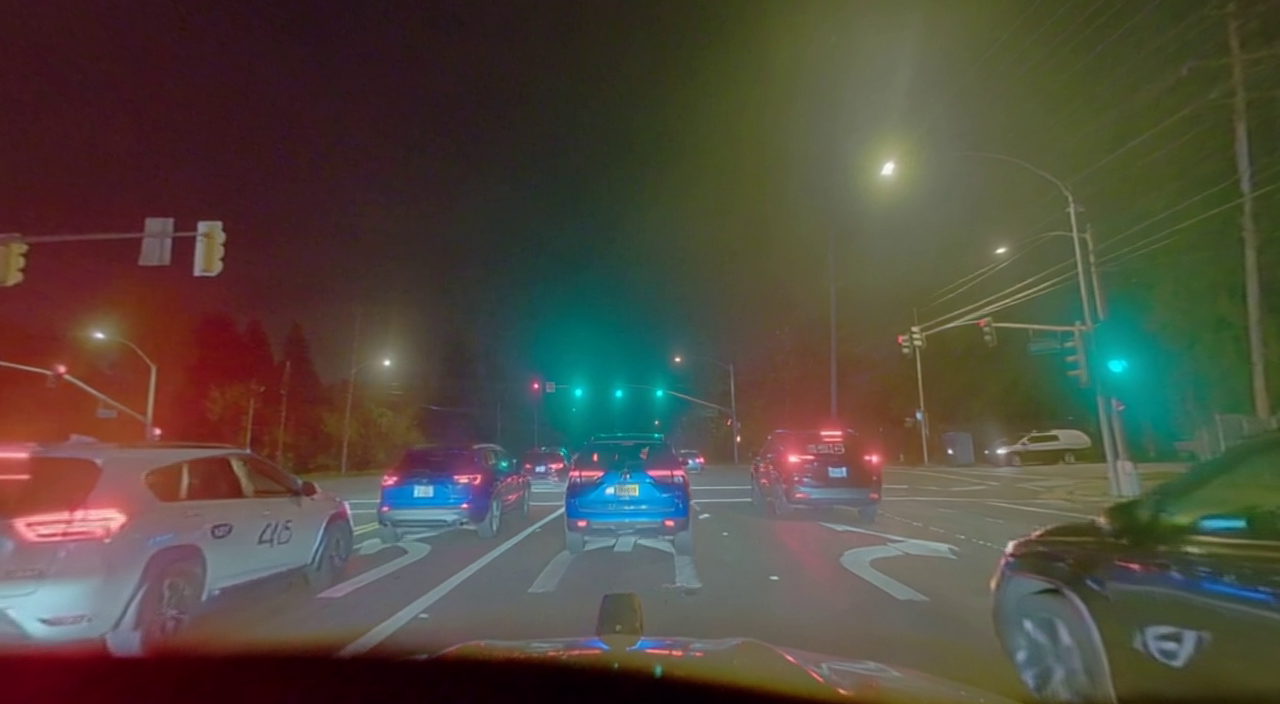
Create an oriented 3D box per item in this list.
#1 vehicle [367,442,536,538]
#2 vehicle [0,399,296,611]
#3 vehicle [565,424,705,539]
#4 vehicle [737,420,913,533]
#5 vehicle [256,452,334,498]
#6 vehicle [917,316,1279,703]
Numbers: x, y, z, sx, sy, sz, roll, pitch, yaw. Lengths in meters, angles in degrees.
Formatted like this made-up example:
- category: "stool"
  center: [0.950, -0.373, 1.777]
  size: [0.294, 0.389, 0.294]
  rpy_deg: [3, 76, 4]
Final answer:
- category: "vehicle"
  center: [-3.293, 2.489, 12.079]
  size: [1.881, 1.466, 4.484]
  rpy_deg: [0, -9, 0]
- category: "vehicle"
  center: [-6.553, 1.652, 7.666]
  size: [2.116, 1.812, 4.609]
  rpy_deg: [0, -9, 0]
- category: "vehicle"
  center: [-0.069, 2.268, 11.627]
  size: [2.111, 1.712, 4.078]
  rpy_deg: [0, -9, 0]
- category: "vehicle"
  center: [3.320, 2.355, 12.479]
  size: [1.999, 1.789, 4.583]
  rpy_deg: [0, -9, -1]
- category: "vehicle"
  center: [-12.803, 4.527, 23.699]
  size: [1.974, 1.491, 4.450]
  rpy_deg: [4, -9, -22]
- category: "vehicle"
  center: [2.756, 0.727, 1.632]
  size: [2.034, 1.655, 4.465]
  rpy_deg: [0, -9, 0]
